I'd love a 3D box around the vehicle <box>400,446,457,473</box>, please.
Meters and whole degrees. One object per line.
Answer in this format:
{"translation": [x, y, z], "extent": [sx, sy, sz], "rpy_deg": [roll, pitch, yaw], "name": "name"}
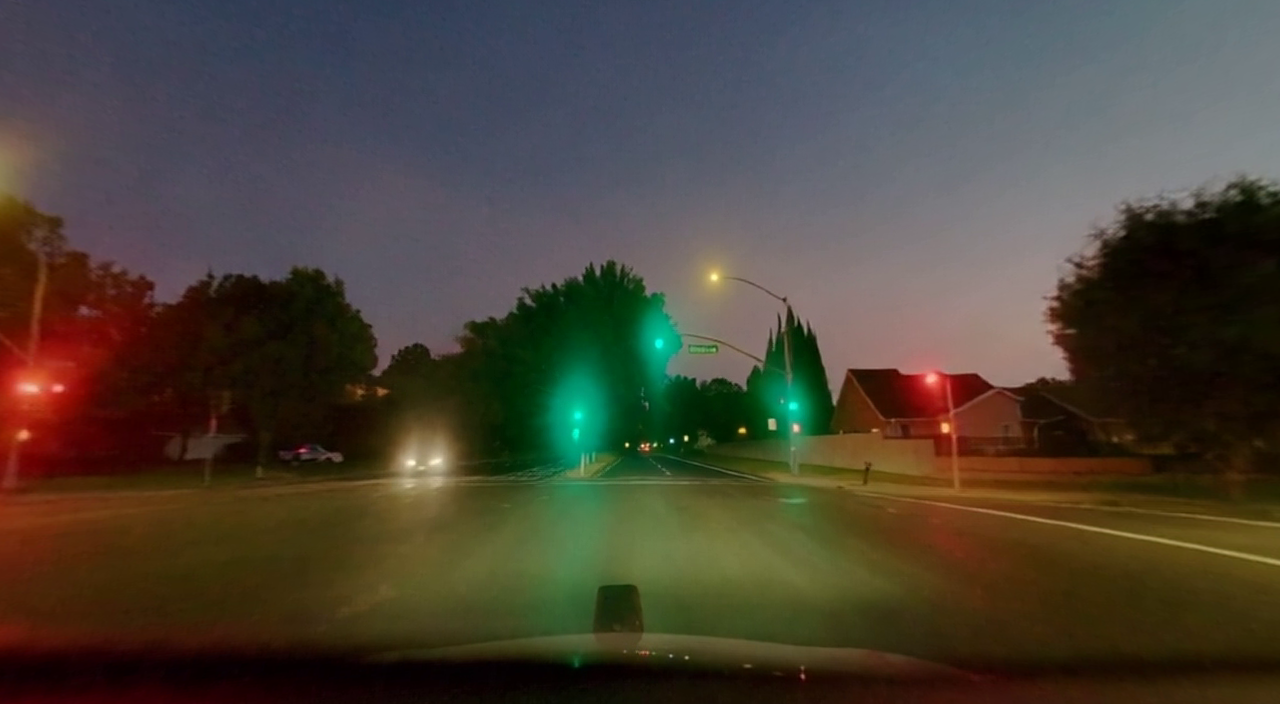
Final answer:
{"translation": [-12.689, 6.443, 38.159], "extent": [1.932, 1.500, 4.260], "rpy_deg": [0, -9, 0], "name": "vehicle"}
